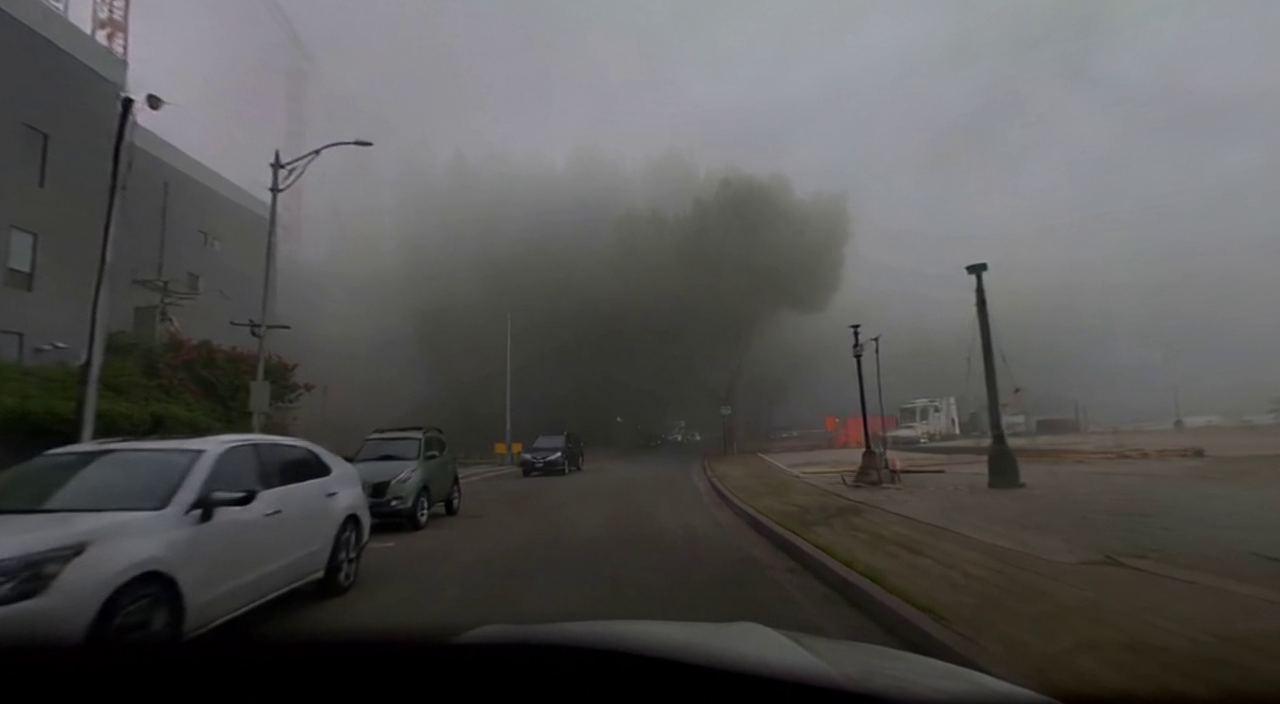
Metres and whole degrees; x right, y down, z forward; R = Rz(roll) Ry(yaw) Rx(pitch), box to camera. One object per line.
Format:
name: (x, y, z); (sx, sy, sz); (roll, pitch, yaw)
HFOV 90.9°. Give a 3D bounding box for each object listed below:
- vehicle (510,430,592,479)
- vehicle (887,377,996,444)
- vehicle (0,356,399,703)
vehicle: (-3.213, 3.789, 23.624); (1.967, 1.646, 4.192); (-1, -8, 8)
vehicle: (19.291, 4.014, 41.269); (3.031, 3.863, 9.734); (-1, -8, 5)
vehicle: (-3.520, 1.132, 4.522); (2.026, 1.699, 4.224); (0, -8, -2)
